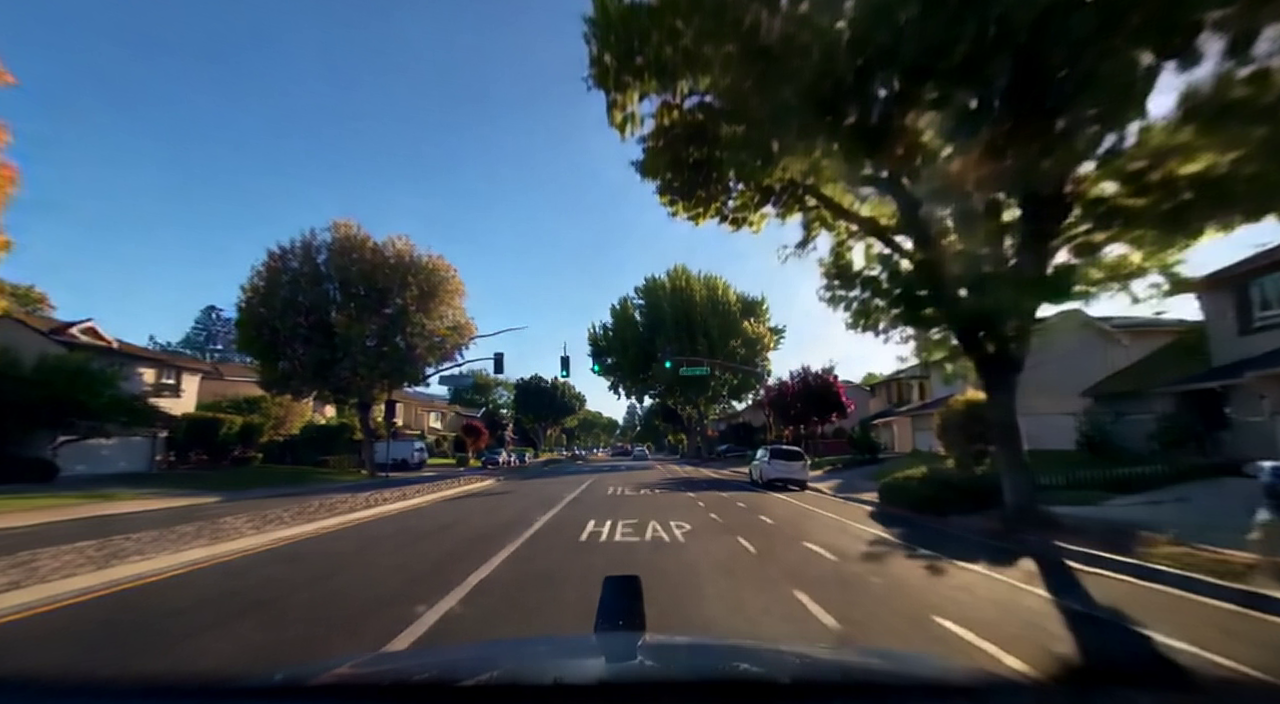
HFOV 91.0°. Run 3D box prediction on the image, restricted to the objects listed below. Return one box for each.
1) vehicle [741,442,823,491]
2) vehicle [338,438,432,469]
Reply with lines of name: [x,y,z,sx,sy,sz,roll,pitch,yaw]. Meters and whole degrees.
vehicle: [5.161,4.209,23.500,1.979,1.637,4.321,0,-9,-1]
vehicle: [-17.926,7.207,44.422,5.656,1.999,2.307,-2,-10,3]
